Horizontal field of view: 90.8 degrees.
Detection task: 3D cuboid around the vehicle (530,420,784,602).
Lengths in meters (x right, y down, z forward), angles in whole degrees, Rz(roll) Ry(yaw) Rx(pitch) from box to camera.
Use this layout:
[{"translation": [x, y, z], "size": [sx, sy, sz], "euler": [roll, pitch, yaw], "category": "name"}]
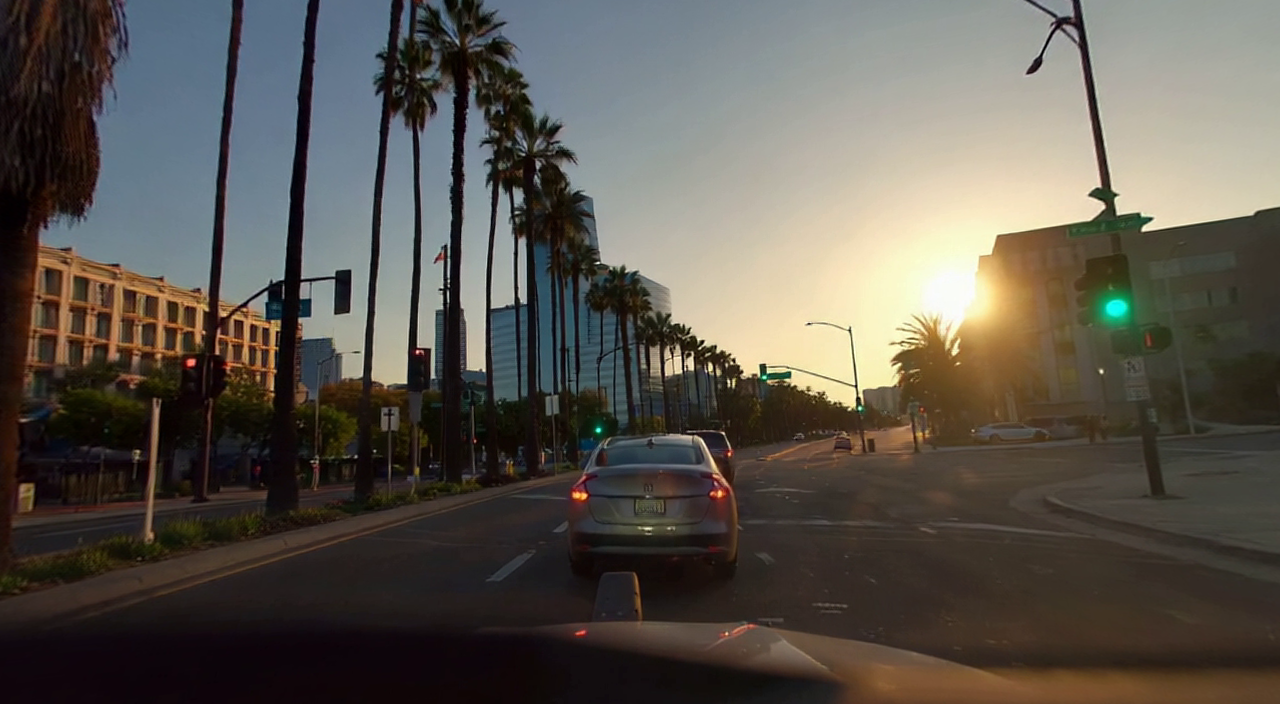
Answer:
[{"translation": [0.160, 1.631, 7.338], "size": [2.096, 1.492, 4.071], "euler": [0, -9, 1], "category": "vehicle"}]
